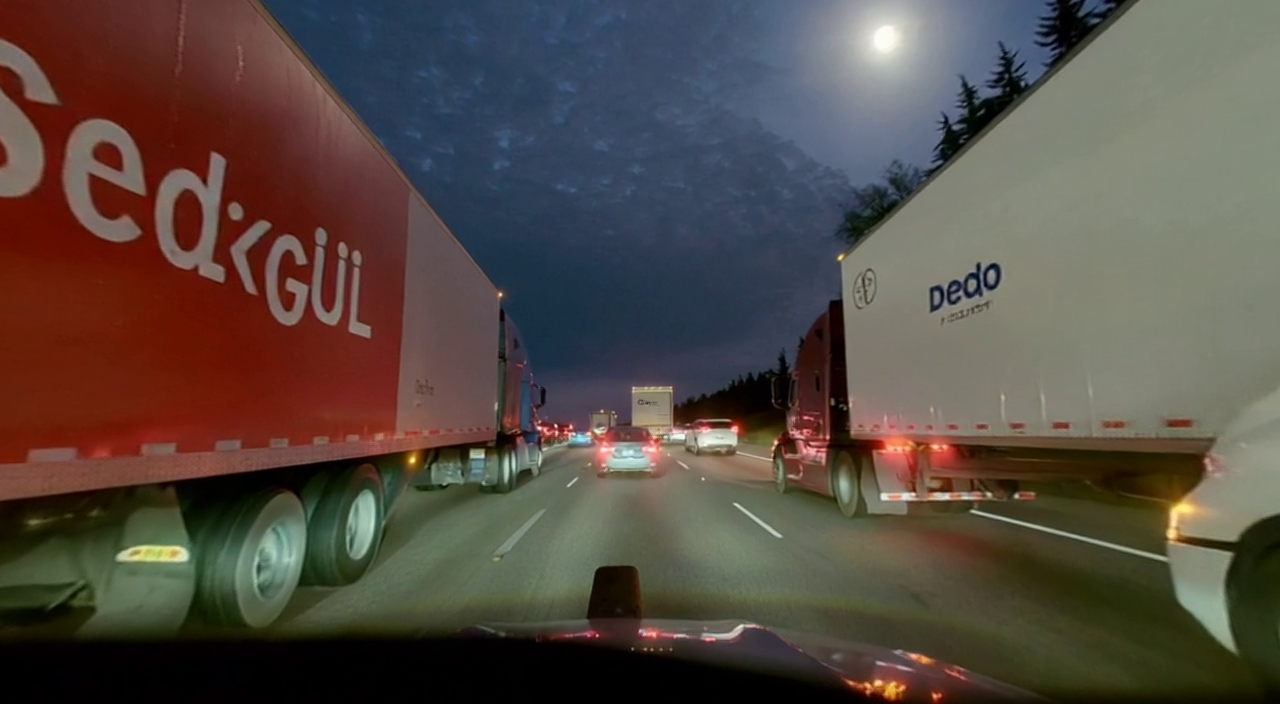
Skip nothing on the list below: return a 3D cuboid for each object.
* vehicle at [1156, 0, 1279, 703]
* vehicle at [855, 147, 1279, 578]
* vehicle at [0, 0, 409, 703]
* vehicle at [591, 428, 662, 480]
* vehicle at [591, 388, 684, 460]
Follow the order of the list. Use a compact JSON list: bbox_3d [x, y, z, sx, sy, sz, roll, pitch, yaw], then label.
[{"bbox_3d":[5.306,-0.570,1.091,2.992,3.986,5.841,3,-8,-21],"label":"vehicle"},{"bbox_3d":[7.257,0.155,6.522,2.758,4.032,11.419,3,-8,-20],"label":"vehicle"},{"bbox_3d":[-3.600,-0.404,1.598,2.822,3.788,8.799,0,-8,-1],"label":"vehicle"},{"bbox_3d":[-0.575,3.350,21.078,2.060,1.540,4.374,1,-8,-5],"label":"vehicle"},{"bbox_3d":[-0.654,5.033,43.005,2.899,4.112,13.912,2,-8,-15],"label":"vehicle"}]
